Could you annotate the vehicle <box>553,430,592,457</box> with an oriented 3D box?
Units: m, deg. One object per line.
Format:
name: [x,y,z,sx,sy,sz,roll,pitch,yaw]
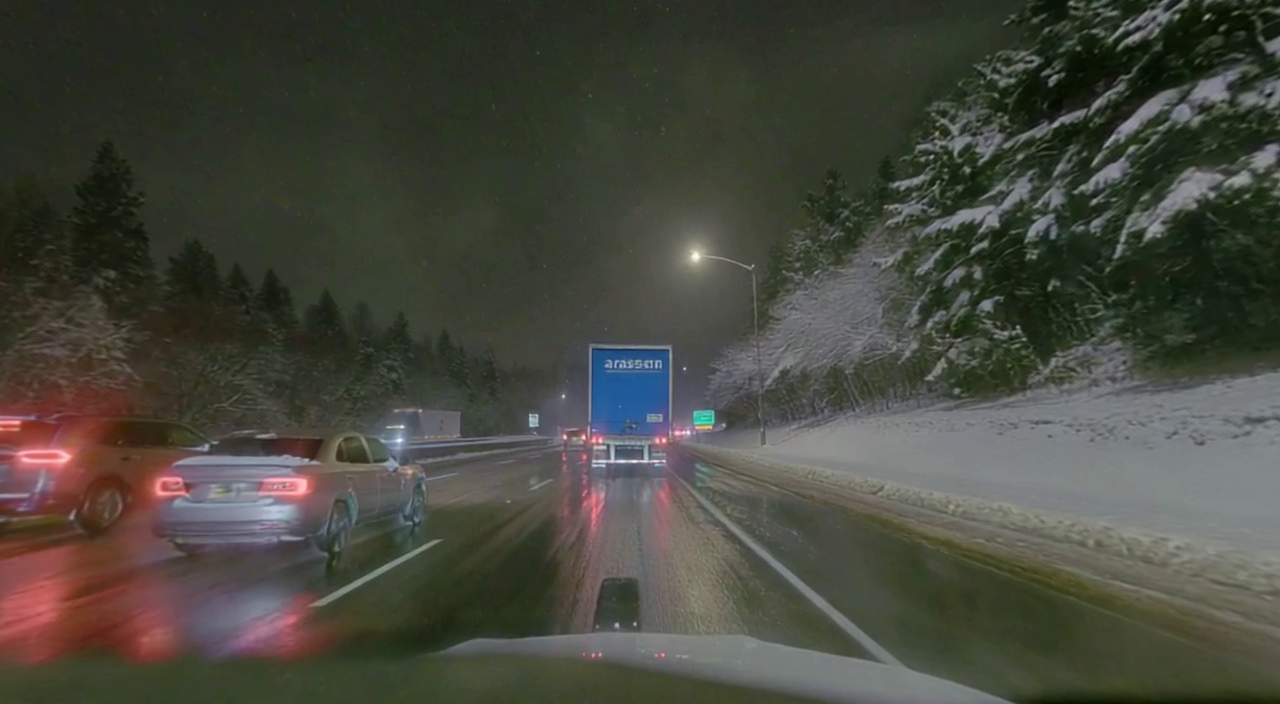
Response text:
vehicle: [-4.334,5.951,40.988,2.104,1.653,4.302,0,-8,0]

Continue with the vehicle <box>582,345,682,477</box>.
vehicle: [-0.329,2.532,25.036,3.118,4.106,10.719,0,-8,-1]

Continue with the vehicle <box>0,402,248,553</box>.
vehicle: [-7.936,1.667,9.035,1.990,1.654,4.129,0,-8,-1]

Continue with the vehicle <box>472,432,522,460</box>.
vehicle: [-8.398,5.568,37.393,1.976,1.510,4.604,0,-8,-1]

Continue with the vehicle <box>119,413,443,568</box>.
vehicle: [-4.103,1.609,8.095,1.933,1.492,3.838,0,-8,-1]
